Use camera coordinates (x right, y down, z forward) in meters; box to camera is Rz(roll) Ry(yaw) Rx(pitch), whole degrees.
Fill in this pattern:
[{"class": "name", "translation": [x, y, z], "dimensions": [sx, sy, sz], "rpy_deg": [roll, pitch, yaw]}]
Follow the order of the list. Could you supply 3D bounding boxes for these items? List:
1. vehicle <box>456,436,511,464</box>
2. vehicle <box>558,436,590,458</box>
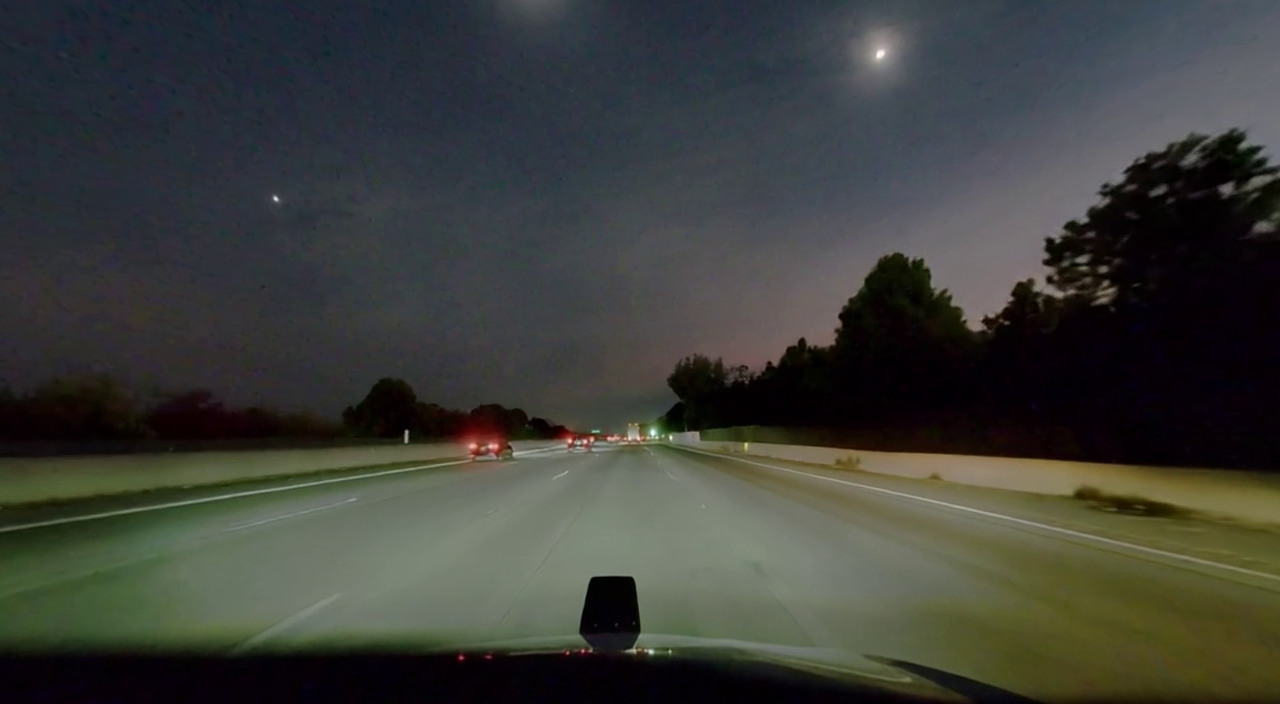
[{"class": "vehicle", "translation": [-8.539, 5.359, 34.753], "dimensions": [1.973, 1.470, 4.270], "rpy_deg": [0, -7, 0]}, {"class": "vehicle", "translation": [-4.693, 6.769, 45.182], "dimensions": [1.912, 1.495, 3.703], "rpy_deg": [0, -7, 0]}]
